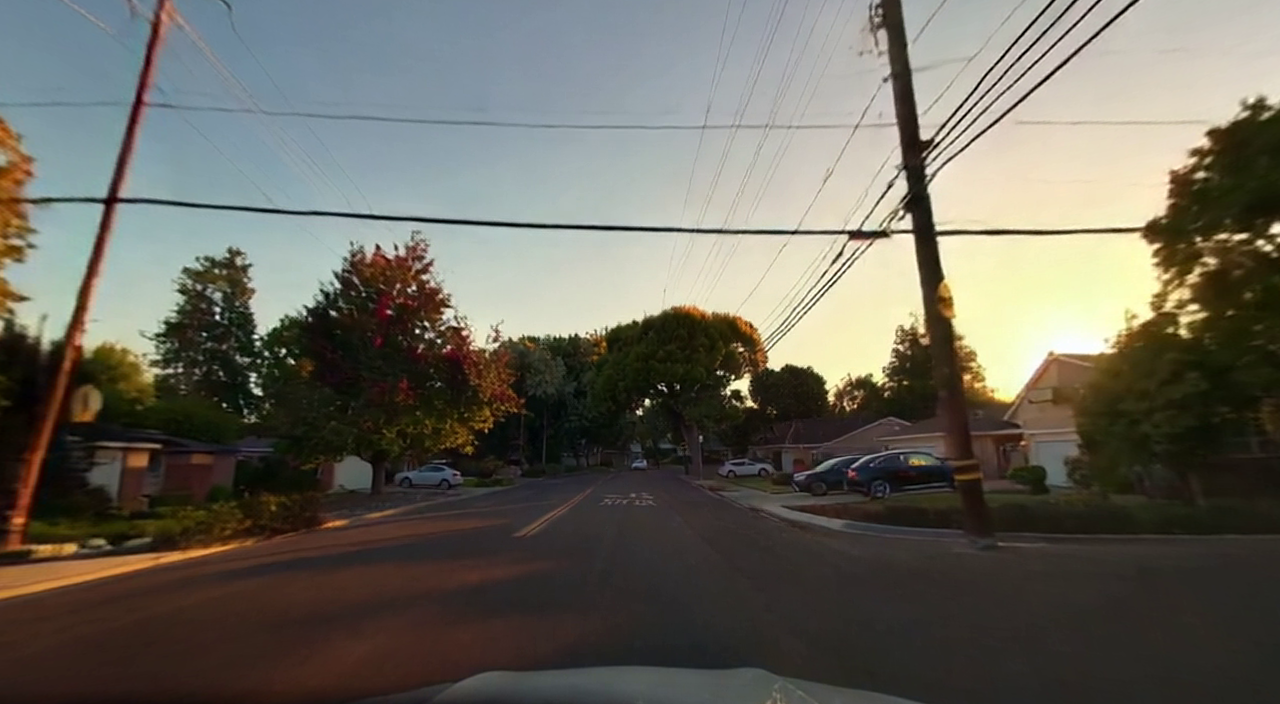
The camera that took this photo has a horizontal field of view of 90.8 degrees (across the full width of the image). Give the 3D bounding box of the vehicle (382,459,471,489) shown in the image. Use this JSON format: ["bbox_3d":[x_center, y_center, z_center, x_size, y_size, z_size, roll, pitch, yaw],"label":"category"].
[{"bbox_3d":[-11.992,6.845,35.665,4.243,1.598,2.003,0,-9,3],"label":"vehicle"}]

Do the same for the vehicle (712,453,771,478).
[{"bbox_3d":[7.383,8.258,46.178,3.846,1.725,1.920,1,-8,-4],"label":"vehicle"}]

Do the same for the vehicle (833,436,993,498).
[{"bbox_3d":[9.282,3.909,21.748,4.557,2.012,1.917,0,-8,-3],"label":"vehicle"}]
